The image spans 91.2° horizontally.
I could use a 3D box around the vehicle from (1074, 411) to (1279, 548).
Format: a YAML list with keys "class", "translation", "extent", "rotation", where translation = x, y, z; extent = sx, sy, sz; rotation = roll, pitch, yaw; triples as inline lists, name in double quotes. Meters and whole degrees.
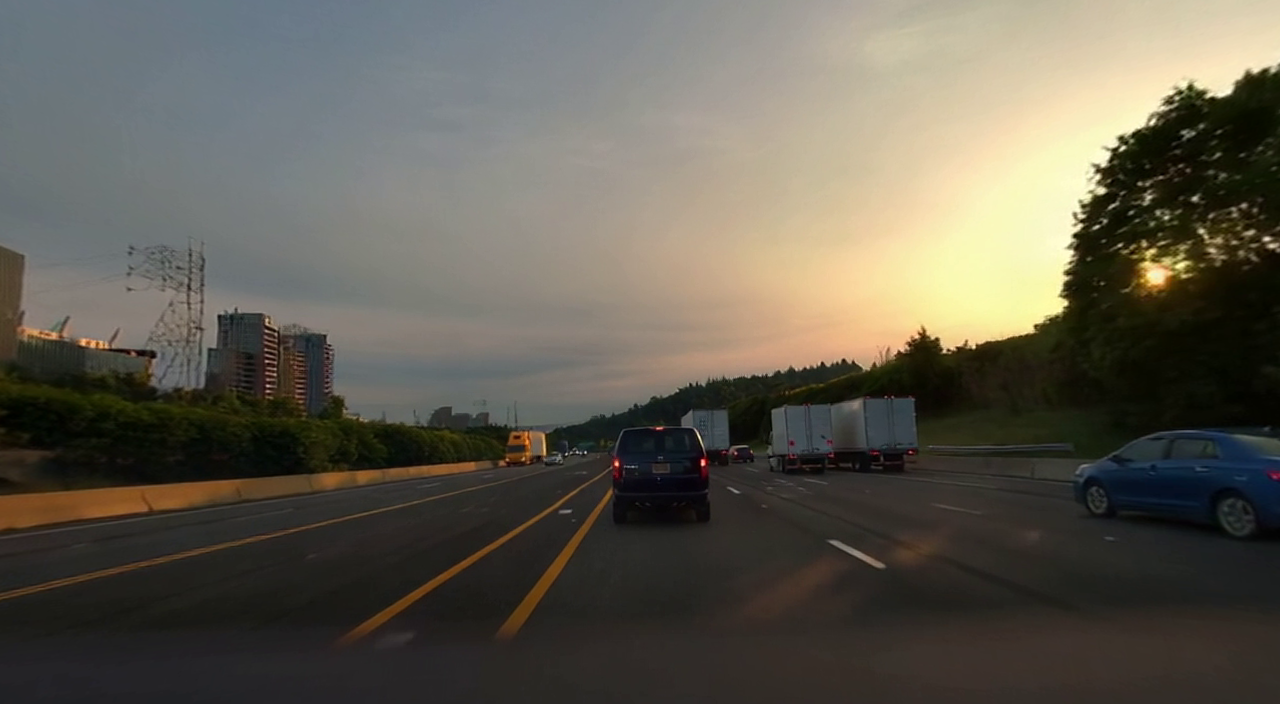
- class: "vehicle"
  translation: [8.798, 1.768, 9.048]
  extent: [1.913, 1.652, 4.384]
  rotation: [-1, -9, 1]

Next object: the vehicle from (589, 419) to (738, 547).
- class: "vehicle"
  translation: [0.312, 1.995, 10.073]
  extent: [1.965, 1.664, 3.428]
  rotation: [0, -9, 0]

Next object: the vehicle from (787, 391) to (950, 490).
- class: "vehicle"
  translation: [8.727, 3.701, 25.888]
  extent: [2.799, 3.188, 10.578]
  rotation: [0, -9, 0]

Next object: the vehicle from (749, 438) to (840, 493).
- class: "vehicle"
  translation: [4.640, 3.459, 19.375]
  extent: [1.859, 1.512, 3.711]
  rotation: [0, -9, 0]
